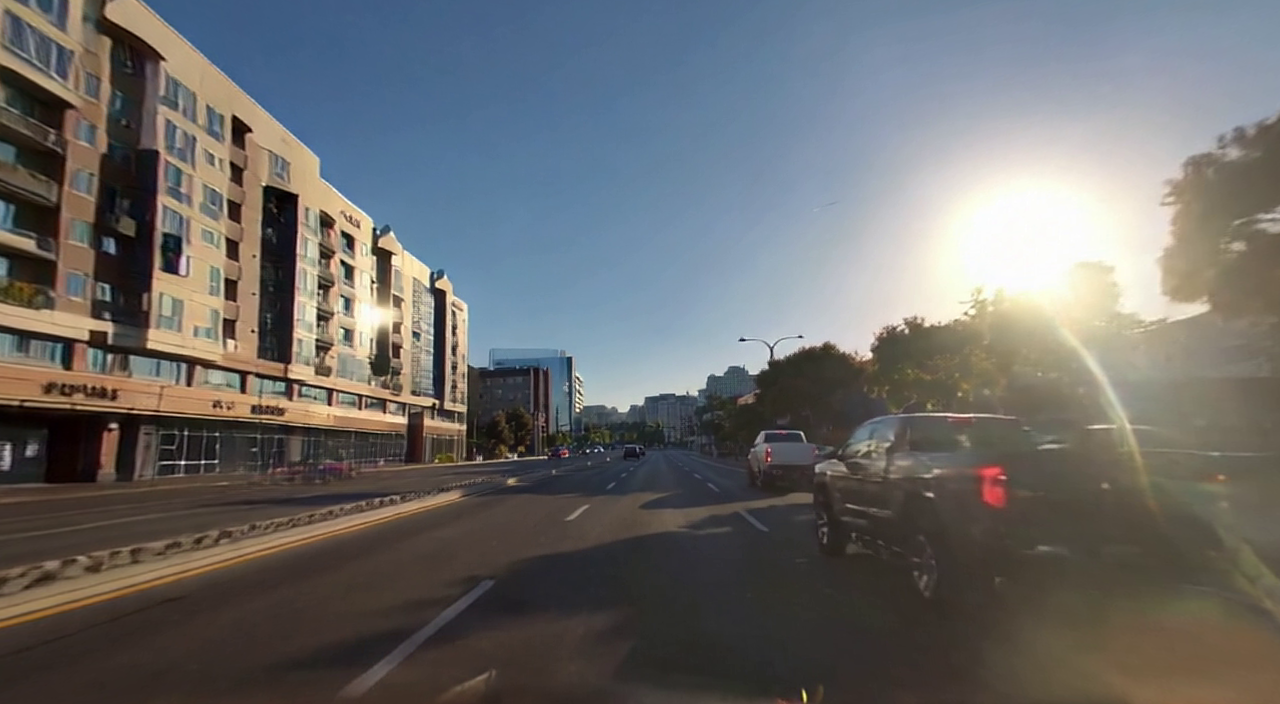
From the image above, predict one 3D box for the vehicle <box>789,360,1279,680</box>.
[{"bbox_3d":[3.092,1.318,6.182,2.130,1.787,5.126,0,-9,2],"label":"vehicle"}]
